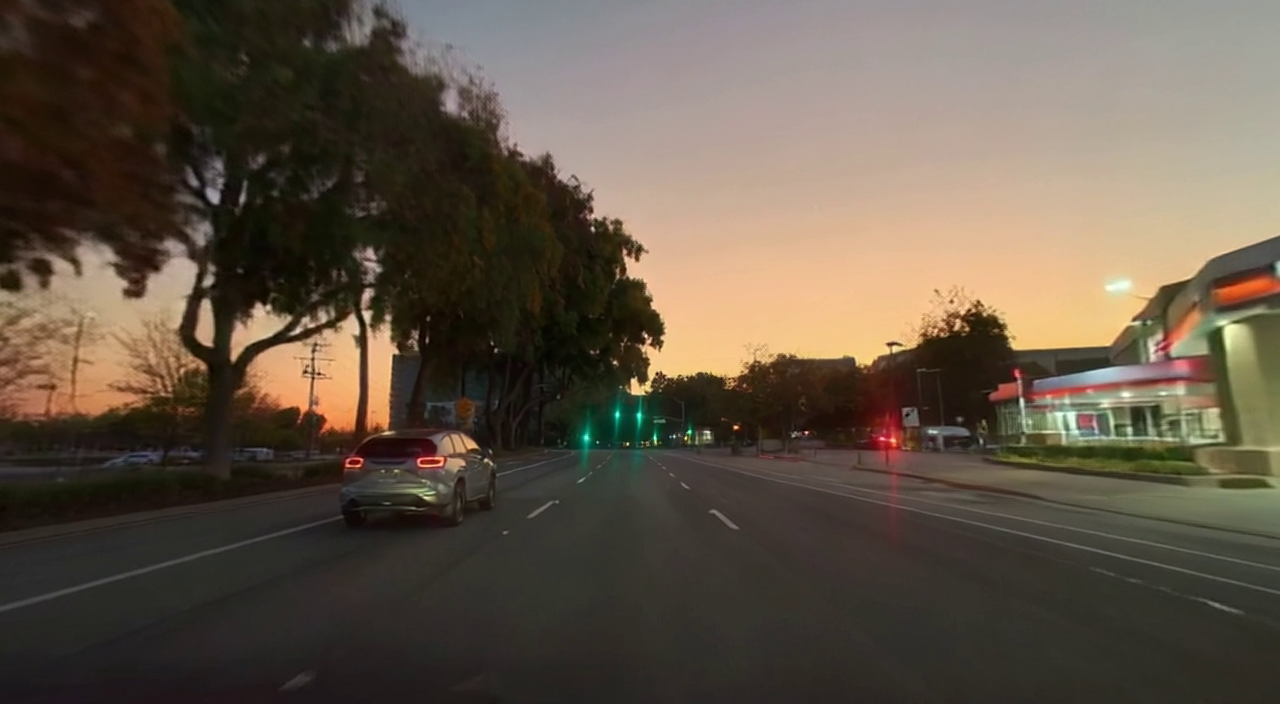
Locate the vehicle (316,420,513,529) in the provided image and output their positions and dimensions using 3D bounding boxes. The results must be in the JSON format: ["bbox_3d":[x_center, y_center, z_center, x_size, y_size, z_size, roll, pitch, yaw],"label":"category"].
[{"bbox_3d":[-3.953,2.238,12.085,2.039,1.656,4.710,0,-9,0],"label":"vehicle"}]

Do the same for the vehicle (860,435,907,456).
[{"bbox_3d":[18.262,7.037,47.436,1.831,1.442,5.072,-1,-9,4],"label":"vehicle"}]
